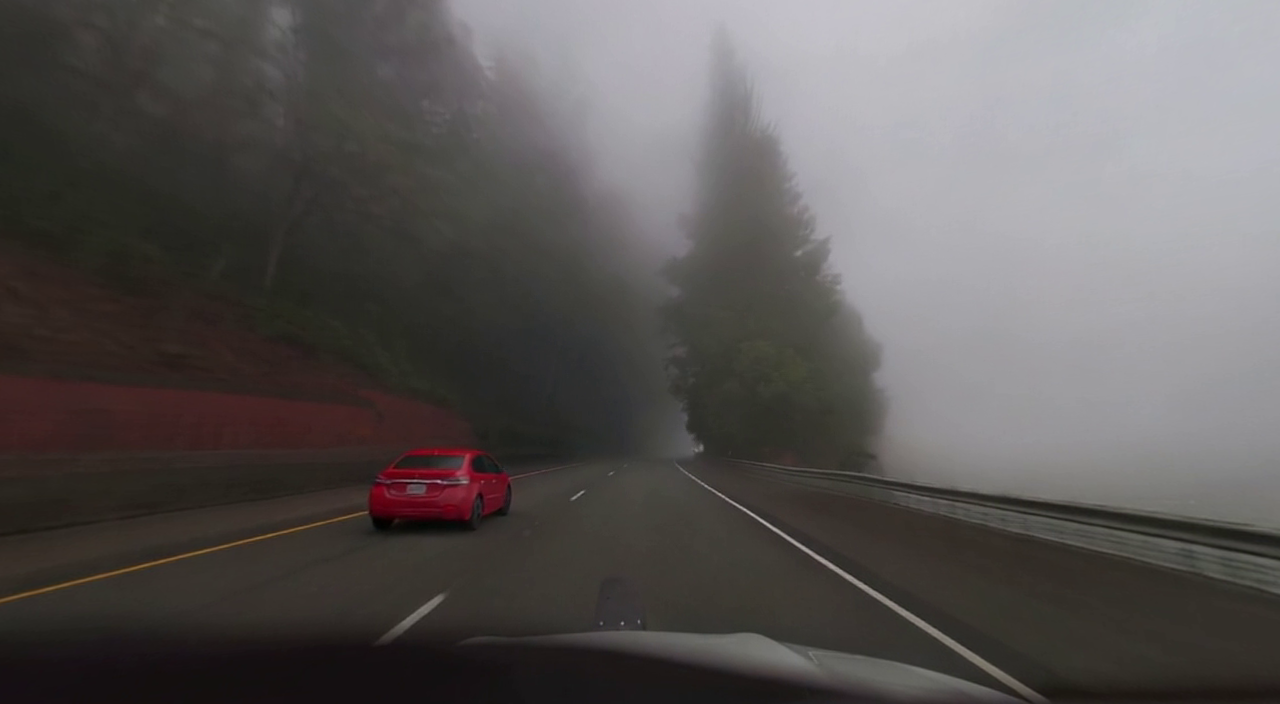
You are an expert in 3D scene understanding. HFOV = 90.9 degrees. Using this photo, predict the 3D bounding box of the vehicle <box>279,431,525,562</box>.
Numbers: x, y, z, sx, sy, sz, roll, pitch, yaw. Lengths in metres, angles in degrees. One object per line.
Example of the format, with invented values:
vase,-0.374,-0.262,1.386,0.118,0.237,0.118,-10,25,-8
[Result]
vehicle,-3.105,1.976,9.314,1.934,1.486,4.115,0,-9,1
